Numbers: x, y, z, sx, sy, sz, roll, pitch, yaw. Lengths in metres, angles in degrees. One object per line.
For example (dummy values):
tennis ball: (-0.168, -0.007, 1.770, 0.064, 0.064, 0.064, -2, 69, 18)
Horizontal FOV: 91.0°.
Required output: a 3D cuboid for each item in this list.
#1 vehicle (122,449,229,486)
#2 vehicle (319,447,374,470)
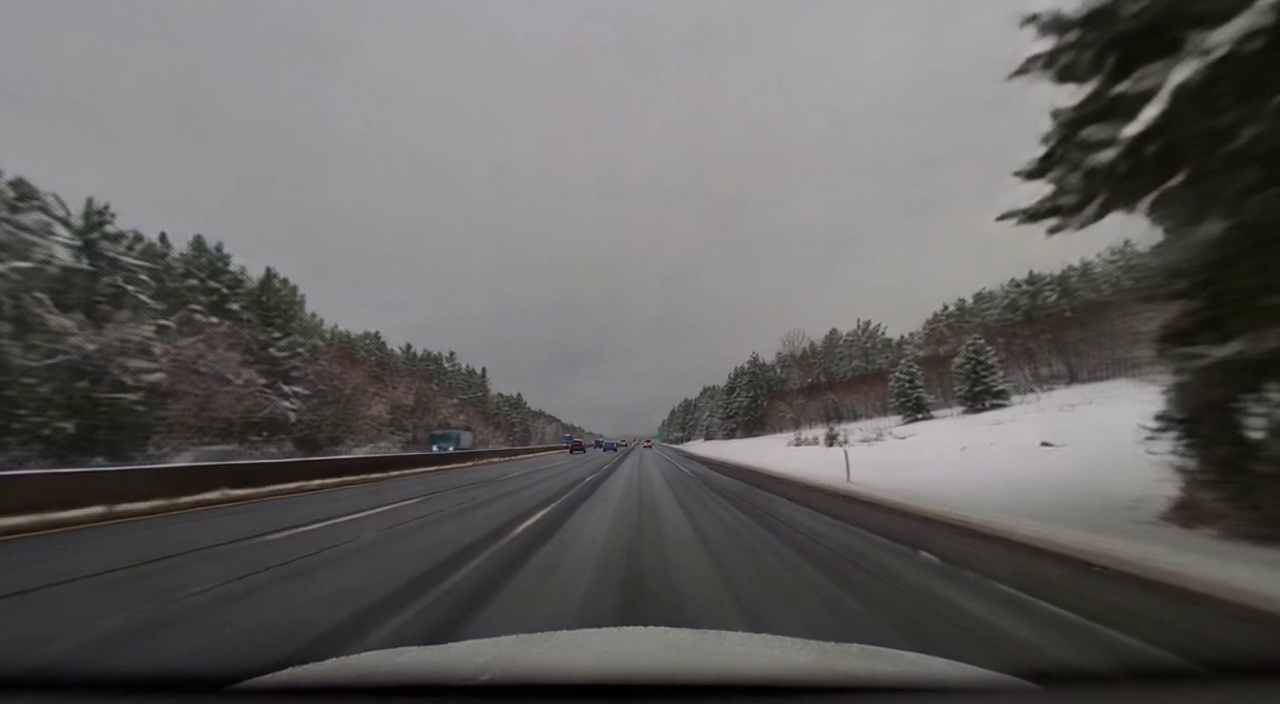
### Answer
vehicle: (-19.733, 4.904, 26.944, 1.715, 1.405, 3.727, 0, -8, 0)
vehicle: (-19.324, 7.017, 41.603, 1.724, 1.415, 3.832, 0, -8, 1)
